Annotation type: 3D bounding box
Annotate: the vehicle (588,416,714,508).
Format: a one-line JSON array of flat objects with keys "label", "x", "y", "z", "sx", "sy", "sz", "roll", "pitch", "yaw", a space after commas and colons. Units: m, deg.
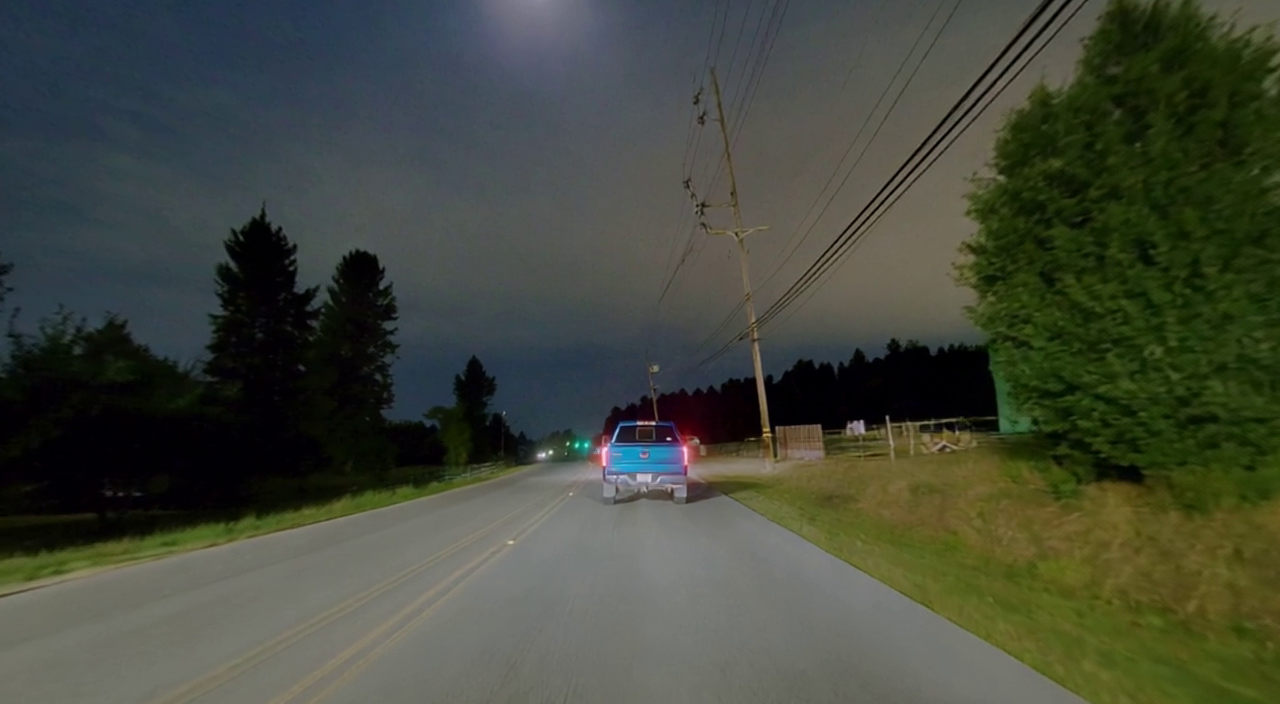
[{"label": "vehicle", "x": 0.146, "y": 2.817, "z": 16.712, "sx": 2.693, "sy": 1.941, "sz": 6.356, "roll": 0, "pitch": -8, "yaw": -2}]
